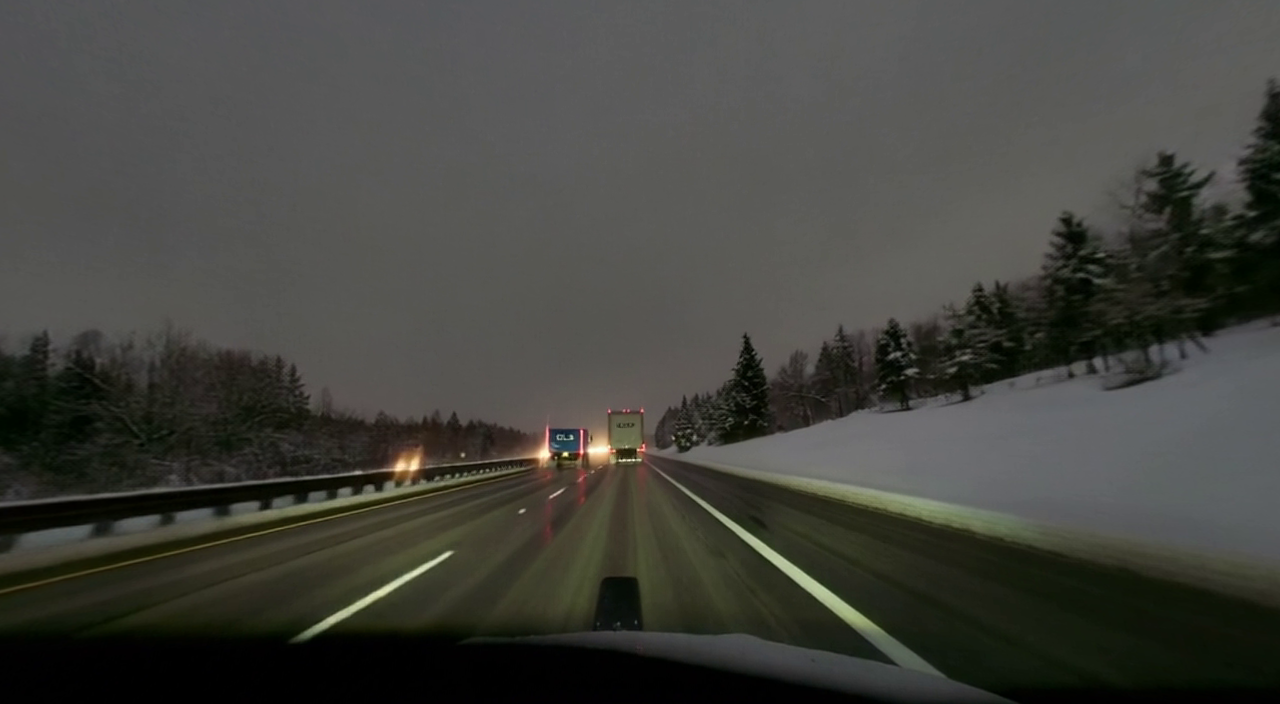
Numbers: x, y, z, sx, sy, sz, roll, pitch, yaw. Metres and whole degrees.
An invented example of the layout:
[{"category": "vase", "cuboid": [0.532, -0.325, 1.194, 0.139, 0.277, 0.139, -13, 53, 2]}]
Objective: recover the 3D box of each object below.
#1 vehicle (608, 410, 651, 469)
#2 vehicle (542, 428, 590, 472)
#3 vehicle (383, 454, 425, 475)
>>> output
[{"category": "vehicle", "cuboid": [-0.830, 6.774, 48.201, 2.923, 4.007, 9.760, 0, -9, -1]}, {"category": "vehicle", "cuboid": [-4.812, 6.473, 41.642, 2.529, 2.697, 5.935, 0, -9, -1]}, {"category": "vehicle", "cuboid": [-18.147, 8.655, 48.550, 1.756, 1.446, 3.768, 0, -9, 0]}]
